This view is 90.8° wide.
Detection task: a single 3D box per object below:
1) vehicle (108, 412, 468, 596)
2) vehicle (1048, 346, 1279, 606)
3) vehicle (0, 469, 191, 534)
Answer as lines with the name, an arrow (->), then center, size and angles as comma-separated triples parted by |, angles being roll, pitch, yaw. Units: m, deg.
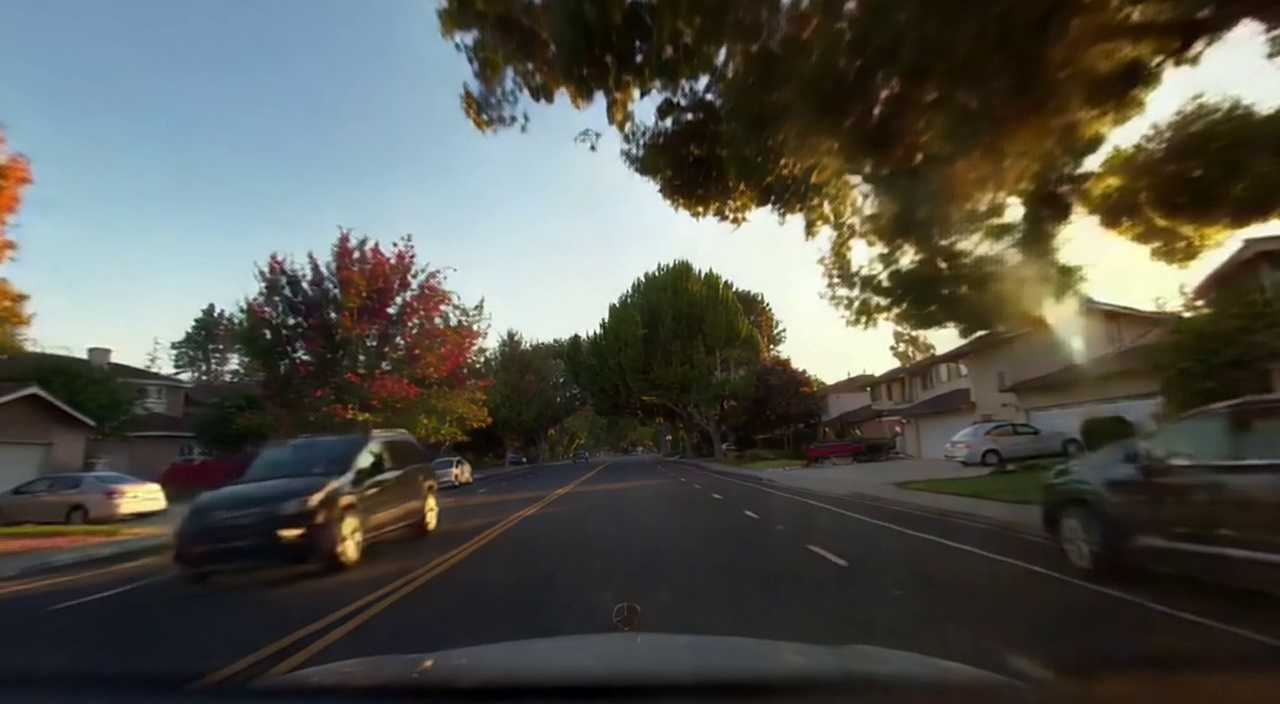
vehicle -> -4.271, 1.925, 9.039 | 2.151, 1.830, 5.172 | 0, -9, 0
vehicle -> 6.129, 0.962, 4.871 | 2.205, 2.020, 5.634 | 0, -9, 1
vehicle -> -15.090, 3.993, 17.089 | 4.353, 1.467, 1.931 | -1, -8, -3
